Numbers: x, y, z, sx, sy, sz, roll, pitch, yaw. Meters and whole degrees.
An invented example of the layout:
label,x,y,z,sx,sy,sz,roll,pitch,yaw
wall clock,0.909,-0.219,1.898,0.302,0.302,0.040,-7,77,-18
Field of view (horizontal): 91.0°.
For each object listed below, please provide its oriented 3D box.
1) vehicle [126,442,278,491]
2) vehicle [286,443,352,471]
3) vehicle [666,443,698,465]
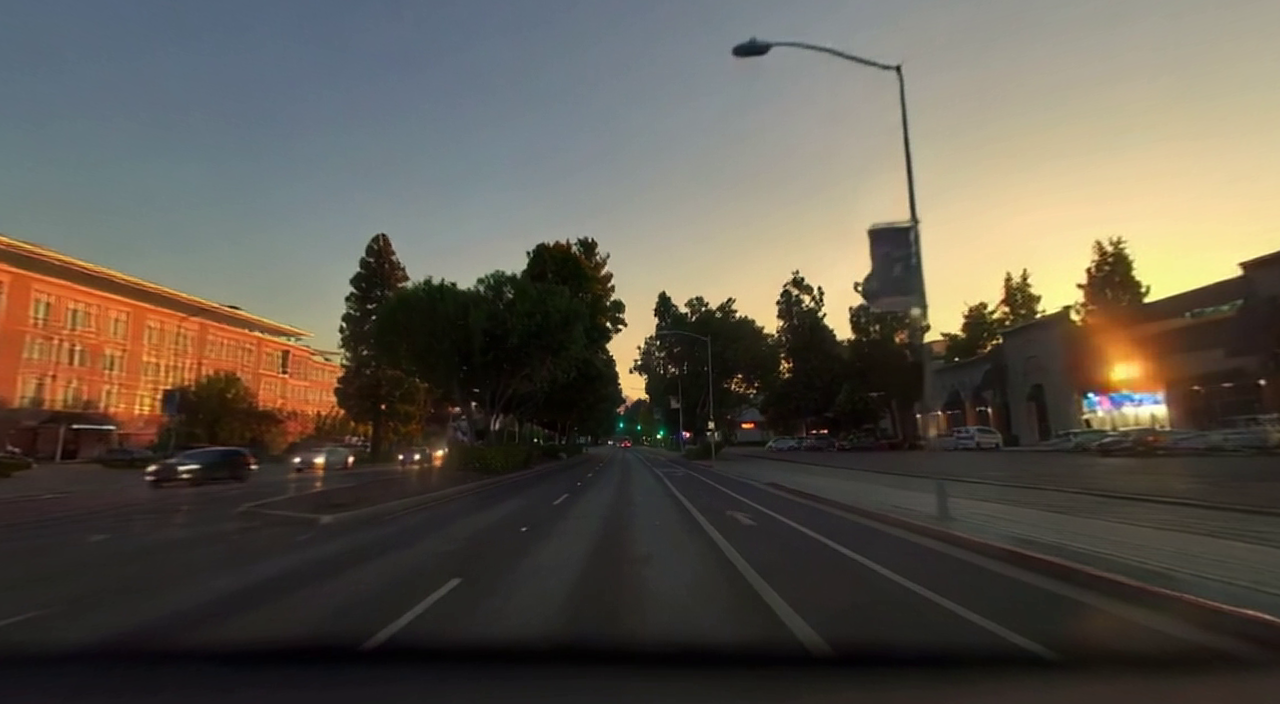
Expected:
label,x,y,z,sx,sy,sz,roll,pitch,yaw
vehicle,-14.488,3.784,21.216,1.907,1.469,4.441,0,-9,0
vehicle,-20.806,6.800,41.026,1.963,1.694,4.535,0,-9,-1
vehicle,3.146,7.733,47.810,1.992,1.513,4.683,1,-8,-1
